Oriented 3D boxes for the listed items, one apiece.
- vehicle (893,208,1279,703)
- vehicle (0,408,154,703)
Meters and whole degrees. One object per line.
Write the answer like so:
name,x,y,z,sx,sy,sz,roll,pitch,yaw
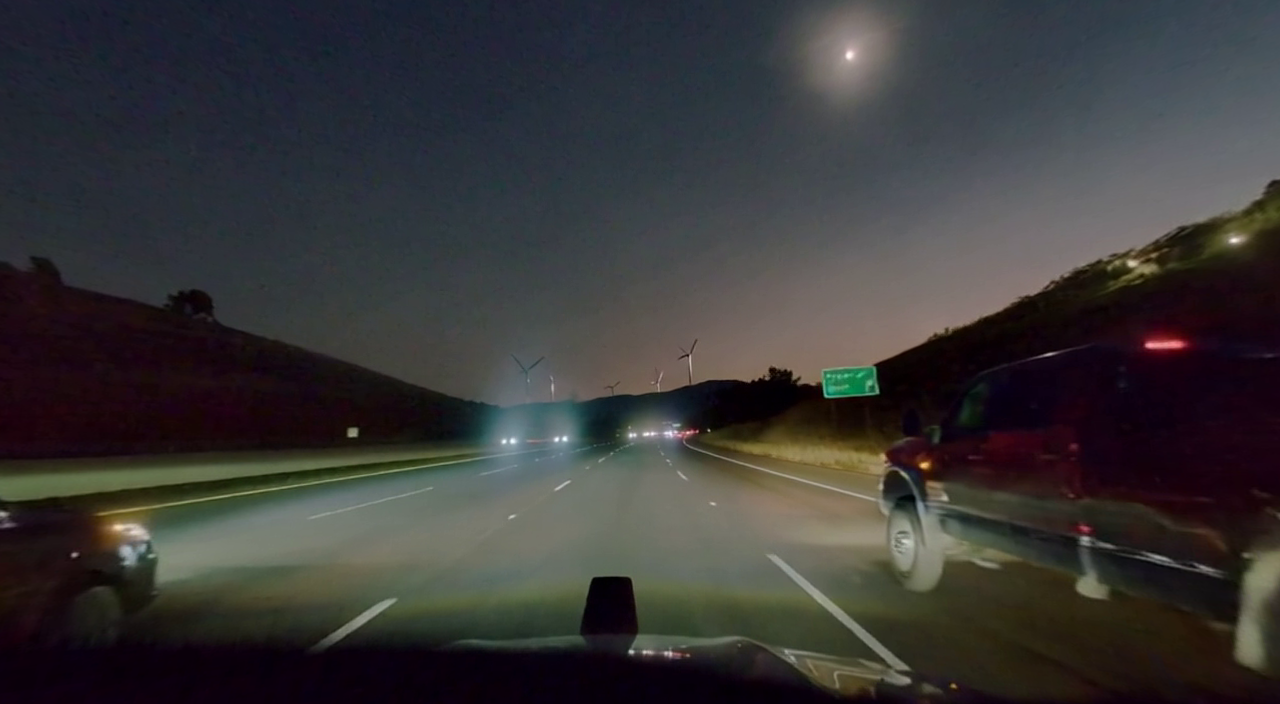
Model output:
vehicle,3.102,0.570,2.131,2.211,1.982,5.346,0,-8,-1
vehicle,-3.876,0.773,1.236,1.973,1.455,4.907,0,-8,-1
